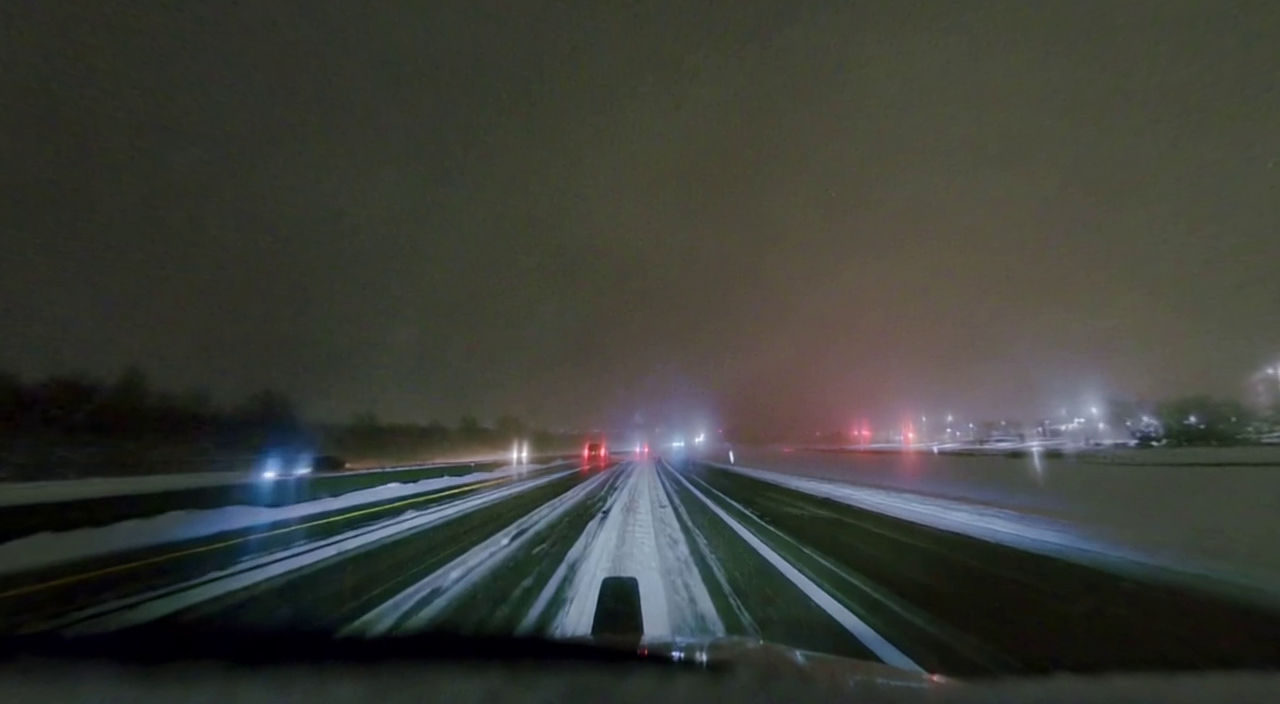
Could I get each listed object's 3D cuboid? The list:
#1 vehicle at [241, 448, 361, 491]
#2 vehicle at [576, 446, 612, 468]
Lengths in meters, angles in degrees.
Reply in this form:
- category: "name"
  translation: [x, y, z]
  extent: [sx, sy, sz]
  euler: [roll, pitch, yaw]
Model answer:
- category: "vehicle"
  translation: [-13.346, 4.628, 25.074]
  extent: [2.211, 1.519, 4.566]
  euler: [0, -9, 0]
- category: "vehicle"
  translation: [-3.373, 7.863, 47.074]
  extent: [2.268, 1.600, 4.724]
  euler: [0, -9, 1]
